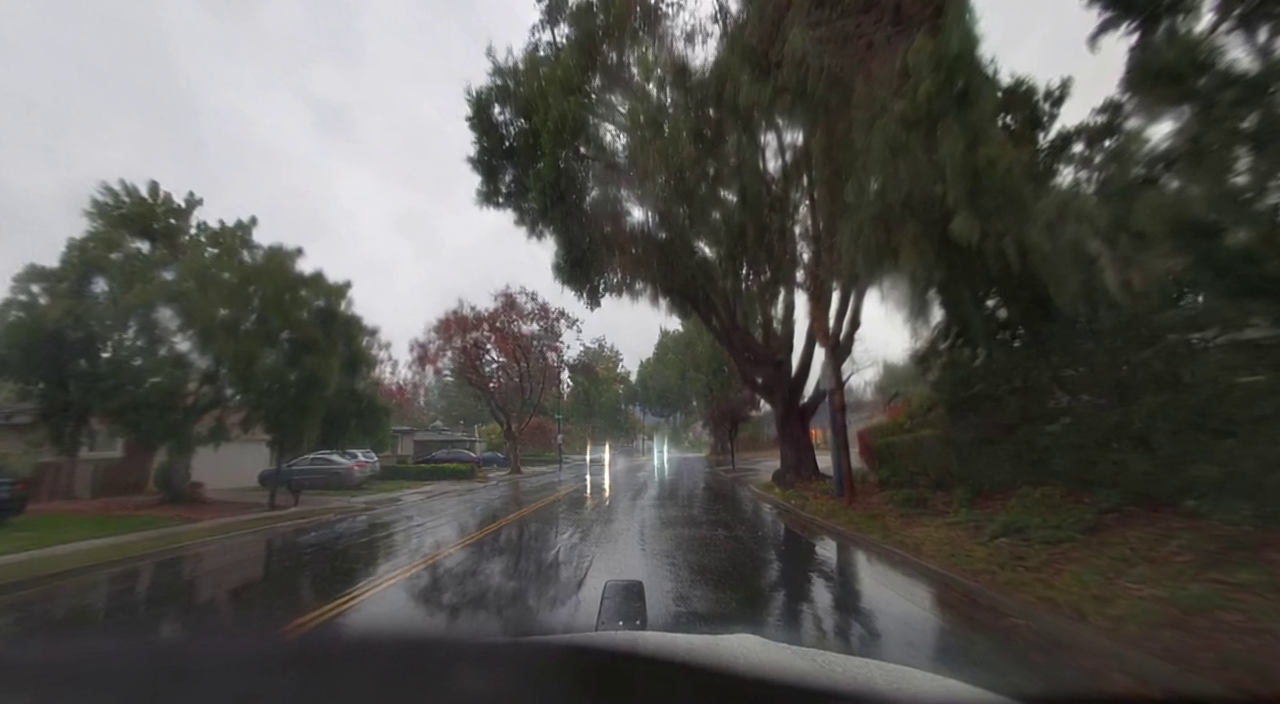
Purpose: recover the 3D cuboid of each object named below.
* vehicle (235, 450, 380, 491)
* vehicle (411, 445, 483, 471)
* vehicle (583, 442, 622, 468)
[{"bbox_3d":[-13.396,4.782,25.686,4.703,1.487,2.002,1,-9,-1],"label":"vehicle"},{"bbox_3d":[-12.990,7.191,42.778,4.237,1.687,1.970,0,-9,-1],"label":"vehicle"},{"bbox_3d":[-2.673,7.420,45.806,2.131,1.731,4.533,-1,-9,5],"label":"vehicle"}]
